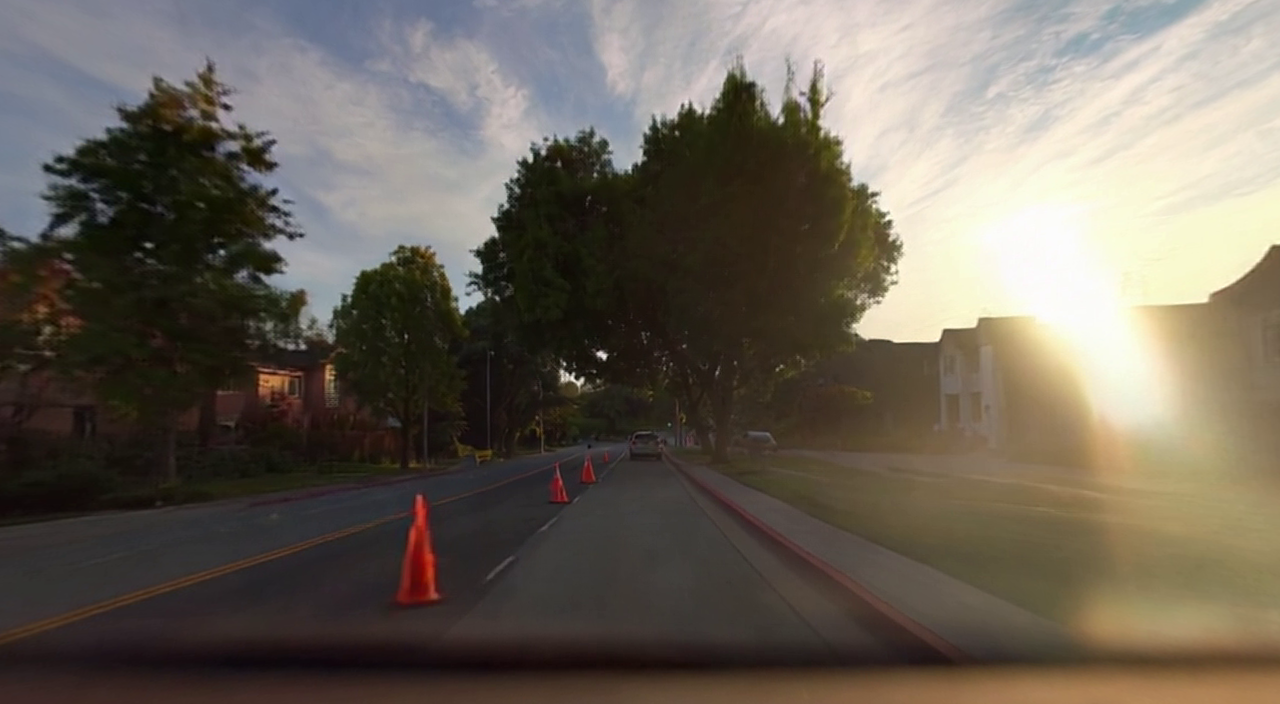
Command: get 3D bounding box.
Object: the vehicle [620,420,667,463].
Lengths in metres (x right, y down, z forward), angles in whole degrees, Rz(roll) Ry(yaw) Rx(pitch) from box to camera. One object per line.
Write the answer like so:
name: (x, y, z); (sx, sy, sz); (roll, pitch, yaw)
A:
vehicle: (0.096, 4.634, 32.812); (2.169, 2.015, 5.206); (1, -8, -2)

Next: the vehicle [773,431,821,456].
vehicle: (10.415, 6.078, 42.053); (1.698, 1.548, 2.969); (5, -9, -20)

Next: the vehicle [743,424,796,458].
vehicle: (9.523, 6.719, 47.113); (2.253, 2.306, 6.753); (1, -9, -2)
